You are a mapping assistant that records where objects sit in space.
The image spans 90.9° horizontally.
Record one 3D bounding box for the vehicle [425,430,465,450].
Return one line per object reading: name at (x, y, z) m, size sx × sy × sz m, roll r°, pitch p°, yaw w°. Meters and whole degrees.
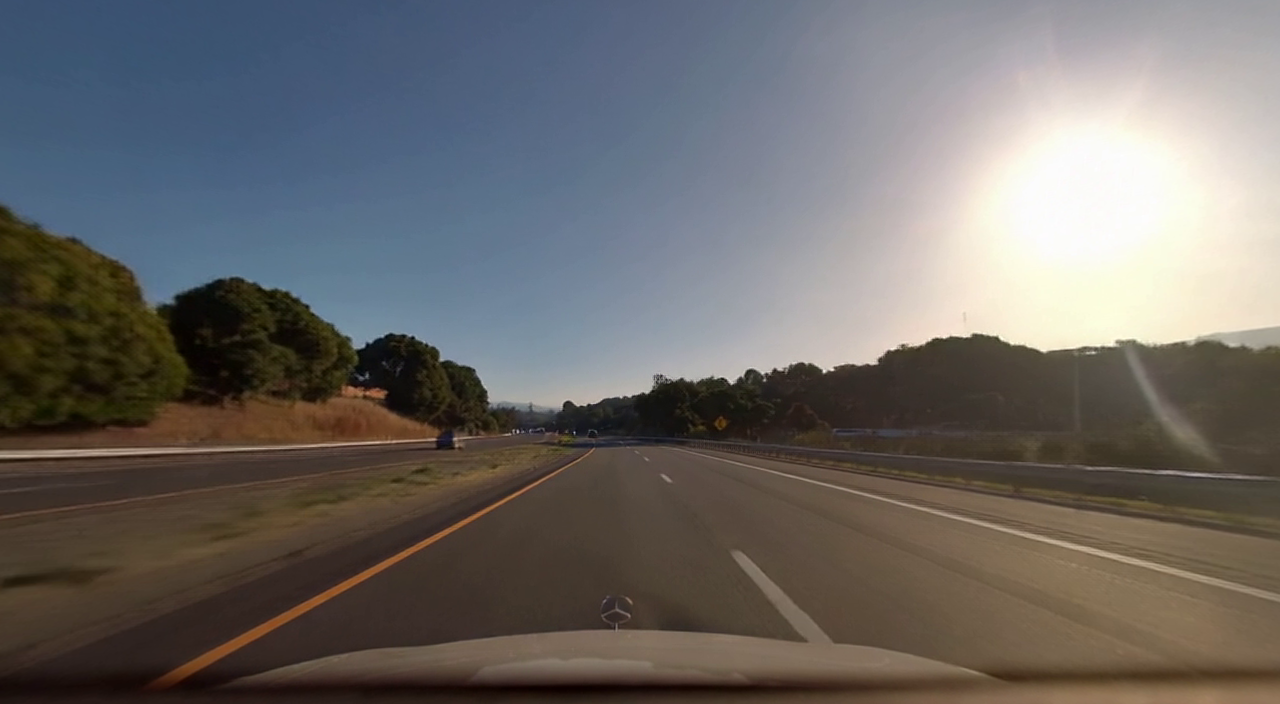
vehicle at (-15.085, 6.836, 49.044) m, size 1.817 × 1.489 × 4.370 m, roll 0°, pitch -8°, yaw -1°
